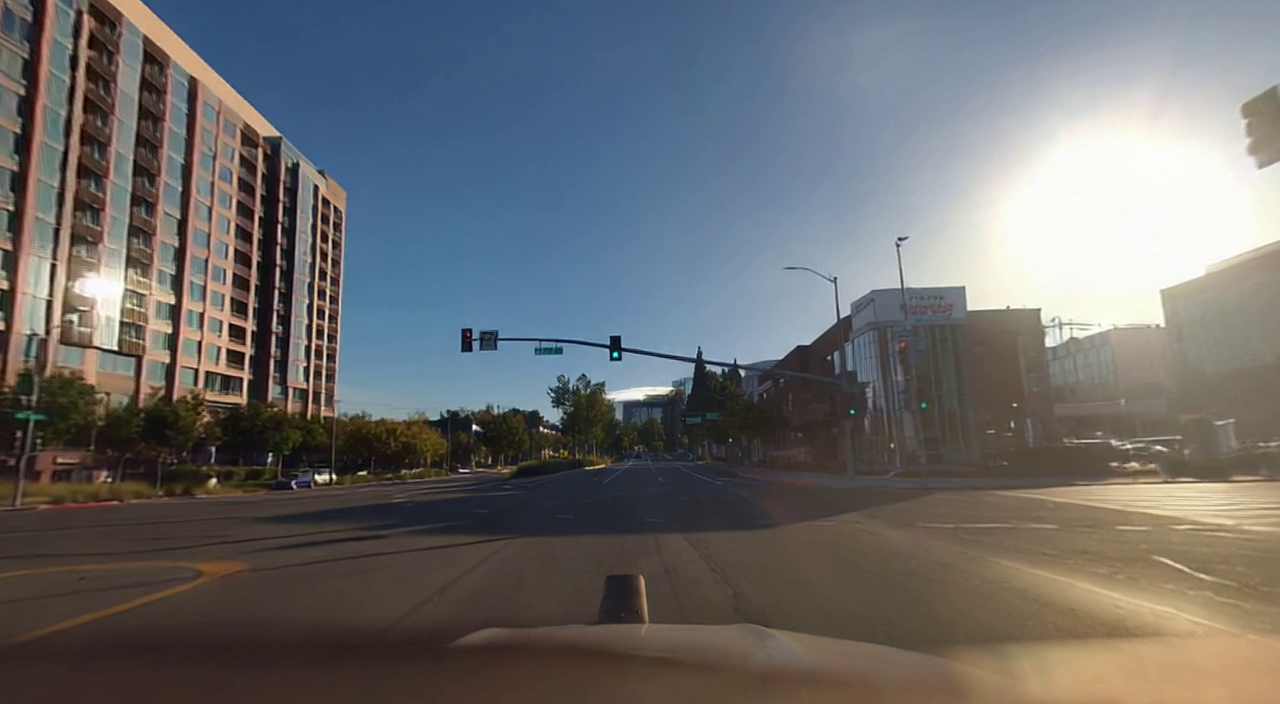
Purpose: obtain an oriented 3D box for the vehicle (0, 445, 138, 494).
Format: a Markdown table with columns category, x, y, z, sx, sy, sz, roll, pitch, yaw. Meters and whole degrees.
| category | x | y | z | sx | sy | sz | roll | pitch | yaw |
| --- | --- | --- | --- | --- | --- | --- | --- | --- | --- |
| vehicle | -40.944 | 8.383 | 45.378 | 7.220 | 3.287 | 2.764 | 0 | -8 | 0 |
